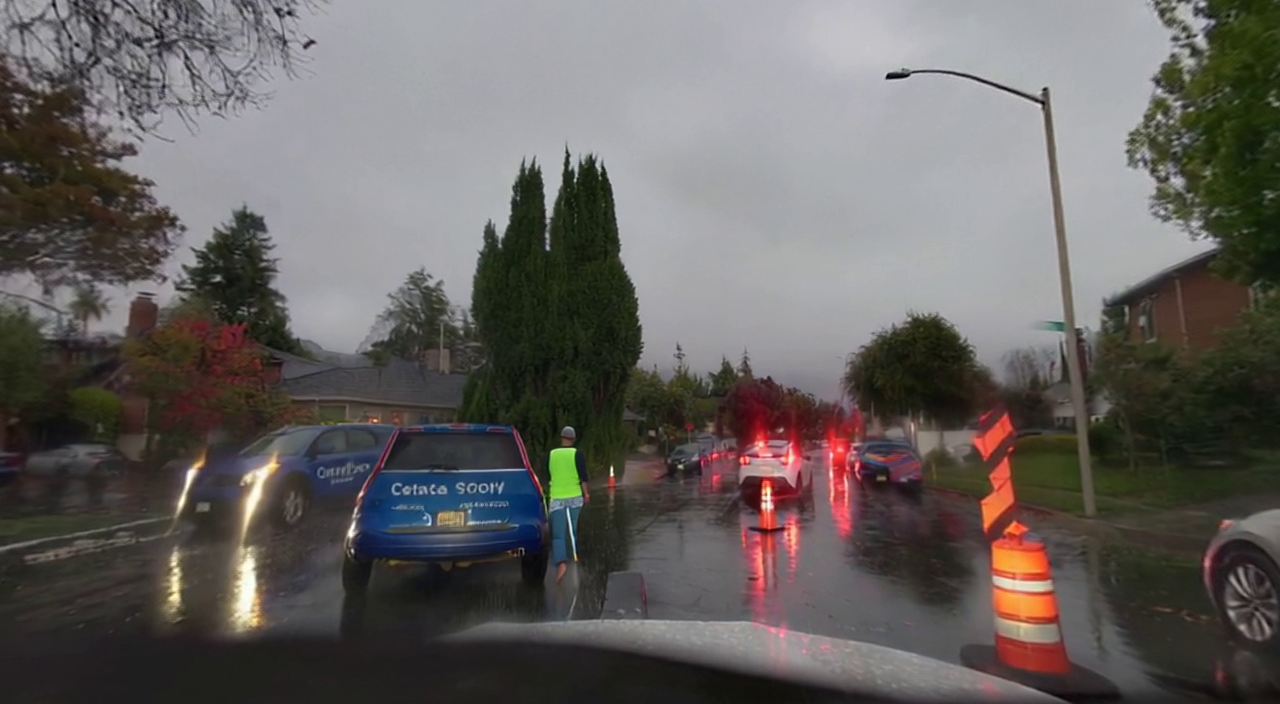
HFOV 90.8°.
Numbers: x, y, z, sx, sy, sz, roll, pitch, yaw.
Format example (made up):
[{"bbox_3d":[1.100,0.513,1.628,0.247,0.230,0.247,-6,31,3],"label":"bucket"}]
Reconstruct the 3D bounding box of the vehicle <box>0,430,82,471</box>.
[{"bbox_3d":[-30.377,4.804,30.945,1.908,1.898,4.120,-2,-9,11],"label":"vehicle"}]

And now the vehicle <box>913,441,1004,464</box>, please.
[{"bbox_3d":[21.552,6.833,42.930,5.066,1.534,1.905,-1,-9,8],"label":"vehicle"}]

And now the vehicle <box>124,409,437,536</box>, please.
[{"bbox_3d":[-6.423,2.215,12.256,2.471,1.892,4.952,-2,-9,13],"label":"vehicle"}]

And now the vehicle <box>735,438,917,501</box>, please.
[{"bbox_3d":[5.346,3.317,18.320,4.656,1.577,2.099,2,-8,-19],"label":"vehicle"}]

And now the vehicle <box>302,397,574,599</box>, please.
[{"bbox_3d":[-2.288,1.611,7.854,2.350,1.748,4.094,2,-9,-14],"label":"vehicle"}]

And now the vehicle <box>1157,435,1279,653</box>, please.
[{"bbox_3d":[5.071,1.136,3.083,1.808,1.490,4.711,-2,-9,11],"label":"vehicle"}]

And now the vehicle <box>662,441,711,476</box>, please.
[{"bbox_3d":[2.534,5.605,33.530,2.014,1.742,4.297,-2,-9,12],"label":"vehicle"}]
